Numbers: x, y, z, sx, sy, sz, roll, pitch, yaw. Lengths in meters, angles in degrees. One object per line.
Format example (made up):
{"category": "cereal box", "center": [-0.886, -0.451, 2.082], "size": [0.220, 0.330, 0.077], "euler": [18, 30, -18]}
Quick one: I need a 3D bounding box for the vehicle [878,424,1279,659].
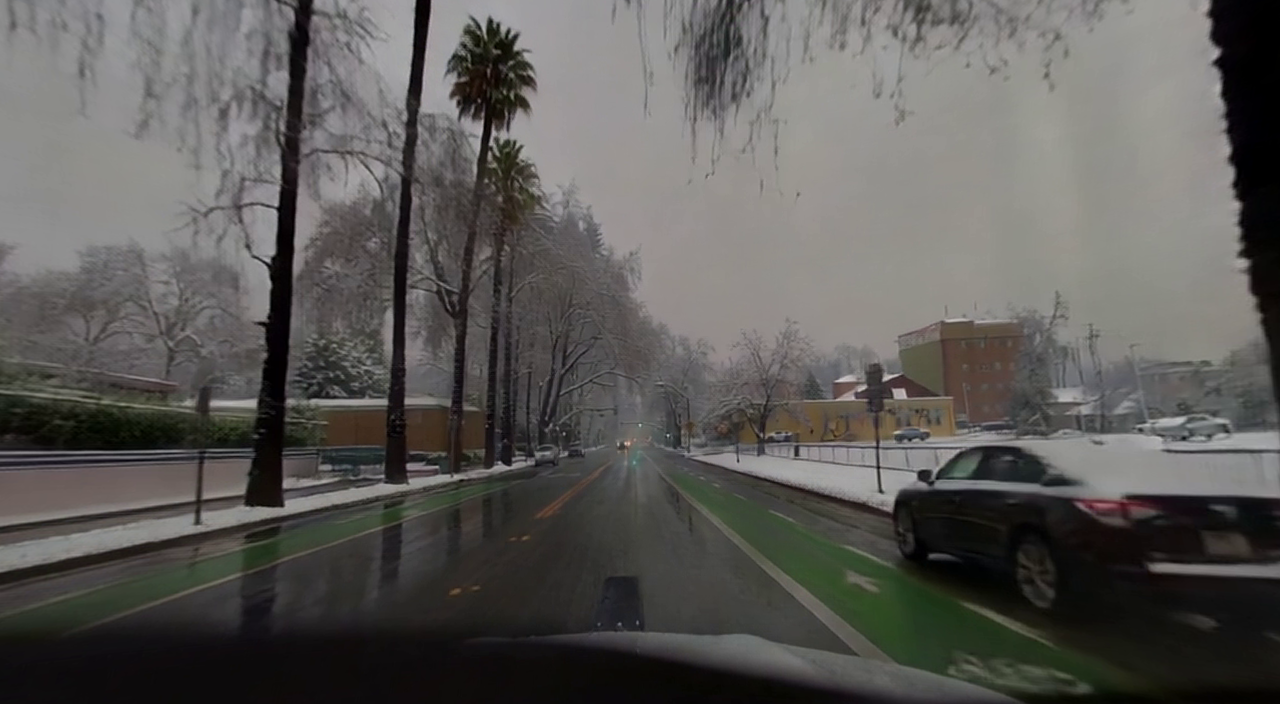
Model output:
{"category": "vehicle", "center": [4.476, 1.689, 6.804], "size": [1.997, 1.640, 4.494], "euler": [0, -9, -1]}
